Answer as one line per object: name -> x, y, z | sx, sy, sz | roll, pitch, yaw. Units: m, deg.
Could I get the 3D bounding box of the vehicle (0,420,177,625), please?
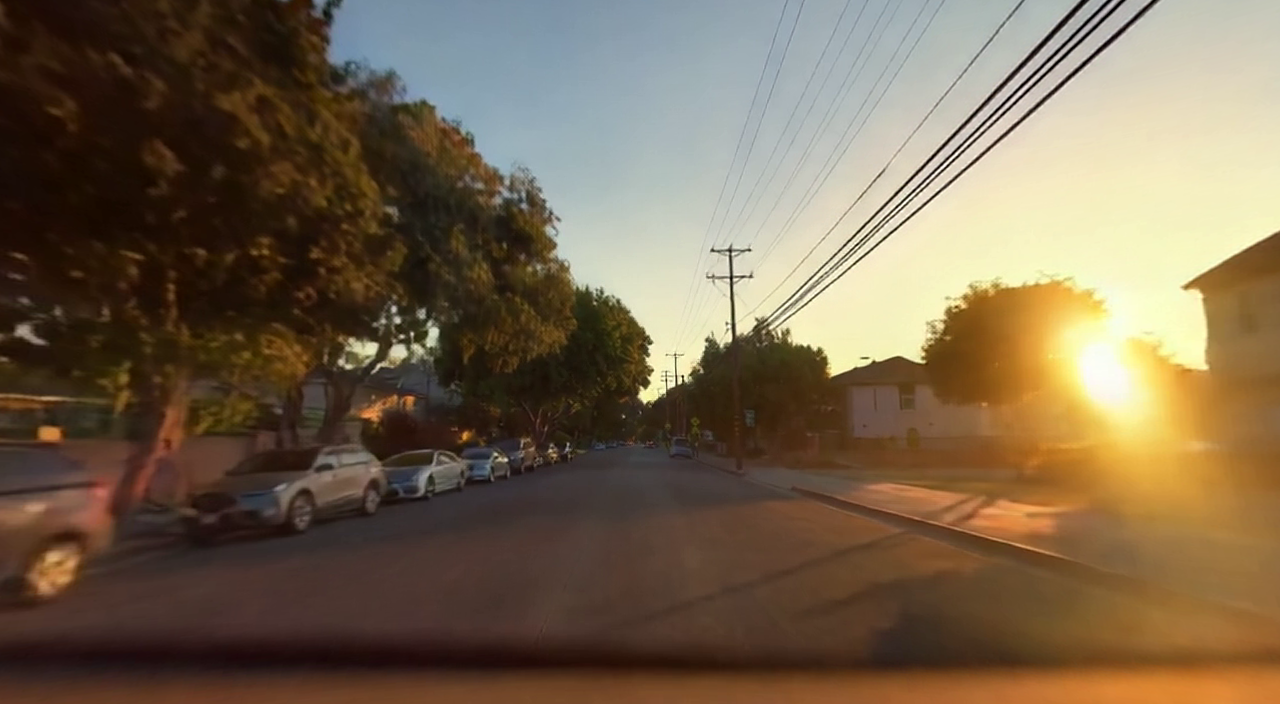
vehicle -> -6.239, 1.358, 4.847 | 1.932, 1.673, 4.457 | 0, -8, 0

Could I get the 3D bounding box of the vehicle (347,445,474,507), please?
vehicle -> -6.167, 3.353, 17.602 | 1.816, 1.460, 4.542 | 0, -8, 0

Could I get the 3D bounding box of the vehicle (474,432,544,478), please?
vehicle -> -6.165, 4.922, 30.415 | 2.222, 2.022, 5.547 | 0, -8, 0

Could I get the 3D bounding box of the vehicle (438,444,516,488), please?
vehicle -> -6.044, 4.264, 23.946 | 1.890, 1.453, 4.430 | 0, -8, -2

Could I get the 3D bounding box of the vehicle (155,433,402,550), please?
vehicle -> -6.192, 2.362, 11.599 | 1.848, 1.698, 4.482 | 0, -8, 0
